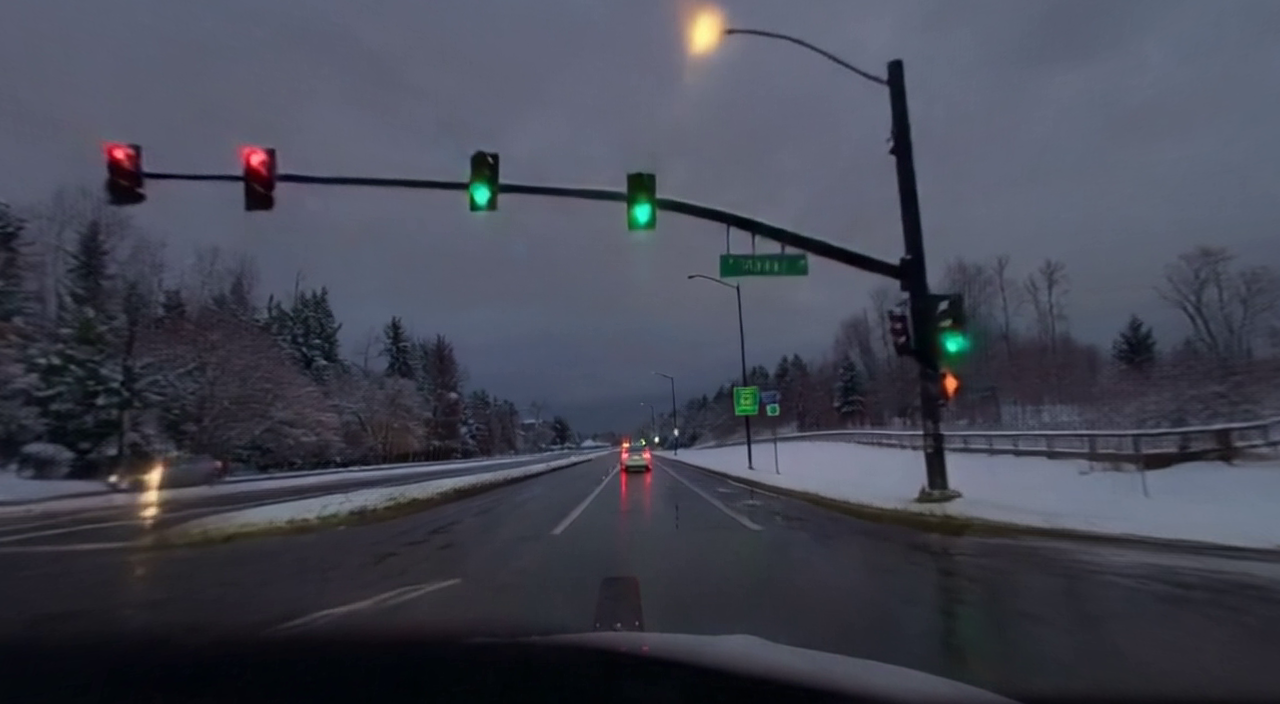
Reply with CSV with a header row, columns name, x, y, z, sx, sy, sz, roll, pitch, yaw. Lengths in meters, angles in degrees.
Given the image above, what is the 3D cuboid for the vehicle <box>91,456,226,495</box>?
name,x,y,z,sx,sy,sz,roll,pitch,yaw
vehicle,-20.963,5.370,27.742,2.175,1.492,4.722,0,-9,0

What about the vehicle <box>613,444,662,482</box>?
name,x,y,z,sx,sy,sz,roll,pitch,yaw
vehicle,-0.103,4.629,26.538,1.954,1.469,3.465,0,-9,0
